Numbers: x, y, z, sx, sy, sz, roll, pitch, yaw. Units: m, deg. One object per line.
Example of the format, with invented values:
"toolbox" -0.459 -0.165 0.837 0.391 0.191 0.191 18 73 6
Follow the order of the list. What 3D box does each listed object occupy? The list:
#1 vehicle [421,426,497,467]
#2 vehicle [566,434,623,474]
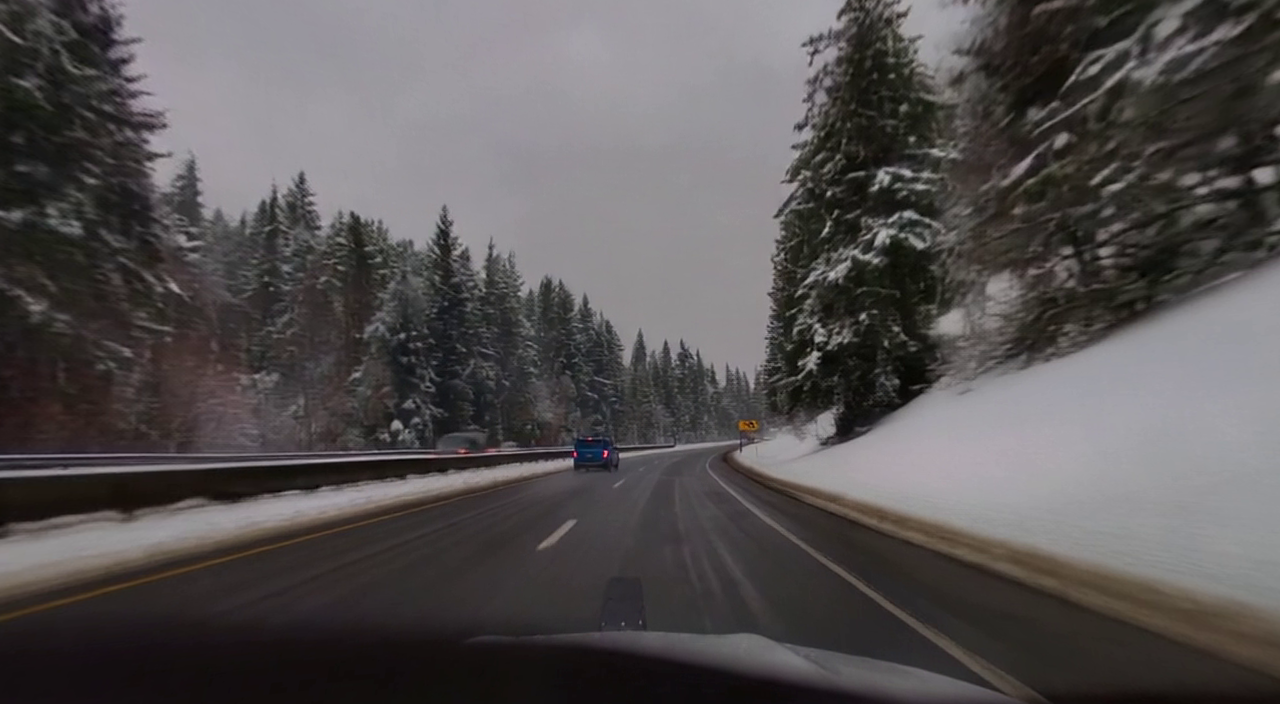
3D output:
"vehicle" -11.326 5.999 40.130 2.301 2.350 6.995 -1 -8 4
"vehicle" -2.049 4.779 29.767 2.005 1.752 4.479 -1 -8 5
